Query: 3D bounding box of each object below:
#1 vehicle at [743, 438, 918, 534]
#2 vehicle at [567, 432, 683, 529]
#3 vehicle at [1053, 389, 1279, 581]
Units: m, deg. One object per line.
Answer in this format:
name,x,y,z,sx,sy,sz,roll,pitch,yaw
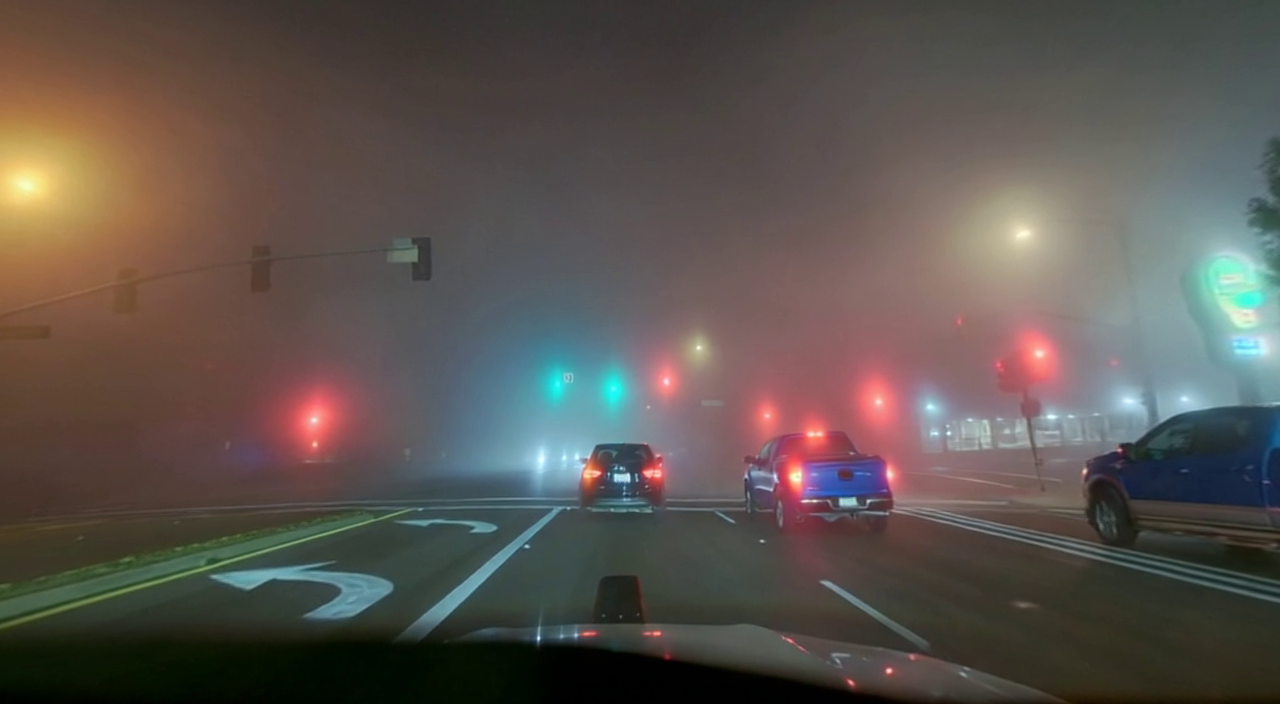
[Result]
vehicle,3.506,2.534,12.707,1.955,1.550,4.587,0,-8,-2
vehicle,-0.285,2.534,12.980,2.037,1.674,3.693,0,-8,-1
vehicle,7.580,1.411,6.850,2.240,1.923,5.678,0,-8,-1
